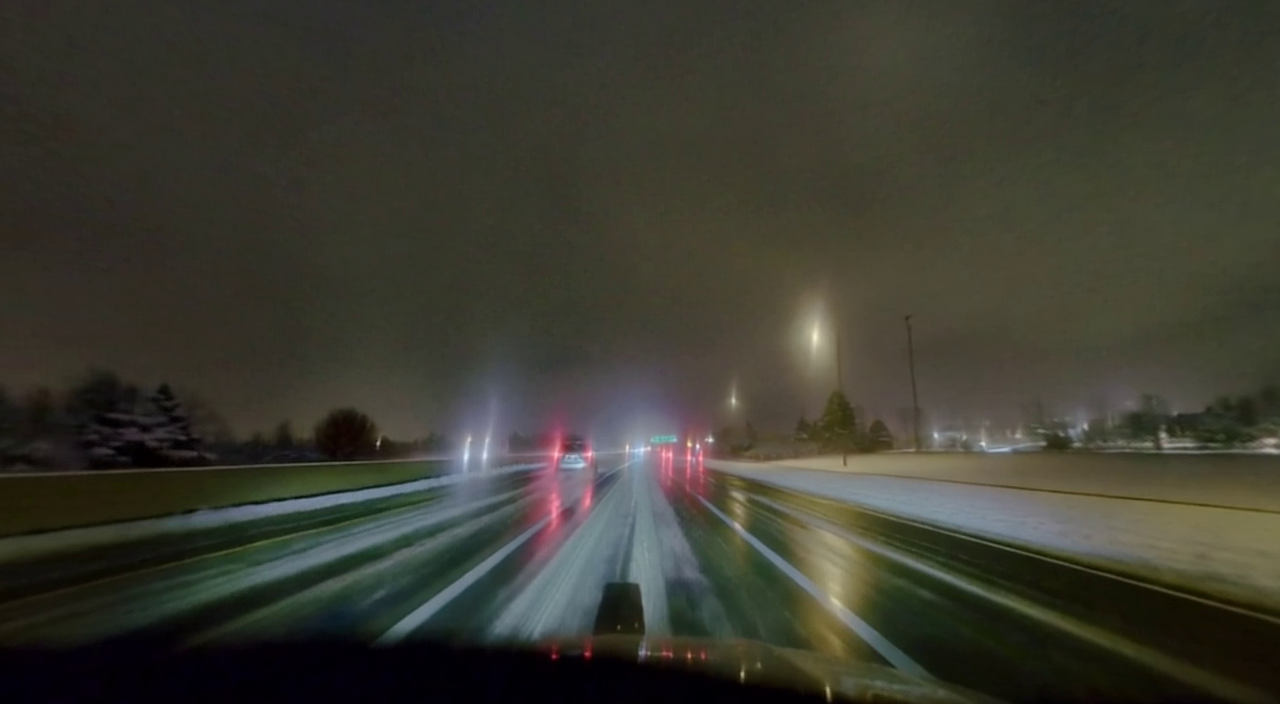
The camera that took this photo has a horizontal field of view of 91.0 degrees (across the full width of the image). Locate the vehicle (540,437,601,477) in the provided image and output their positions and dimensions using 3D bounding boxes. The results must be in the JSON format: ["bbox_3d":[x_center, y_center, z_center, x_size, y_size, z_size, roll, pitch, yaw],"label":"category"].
[{"bbox_3d":[-3.589,5.613,33.780,2.431,1.928,5.760,0,-9,2],"label":"vehicle"}]
